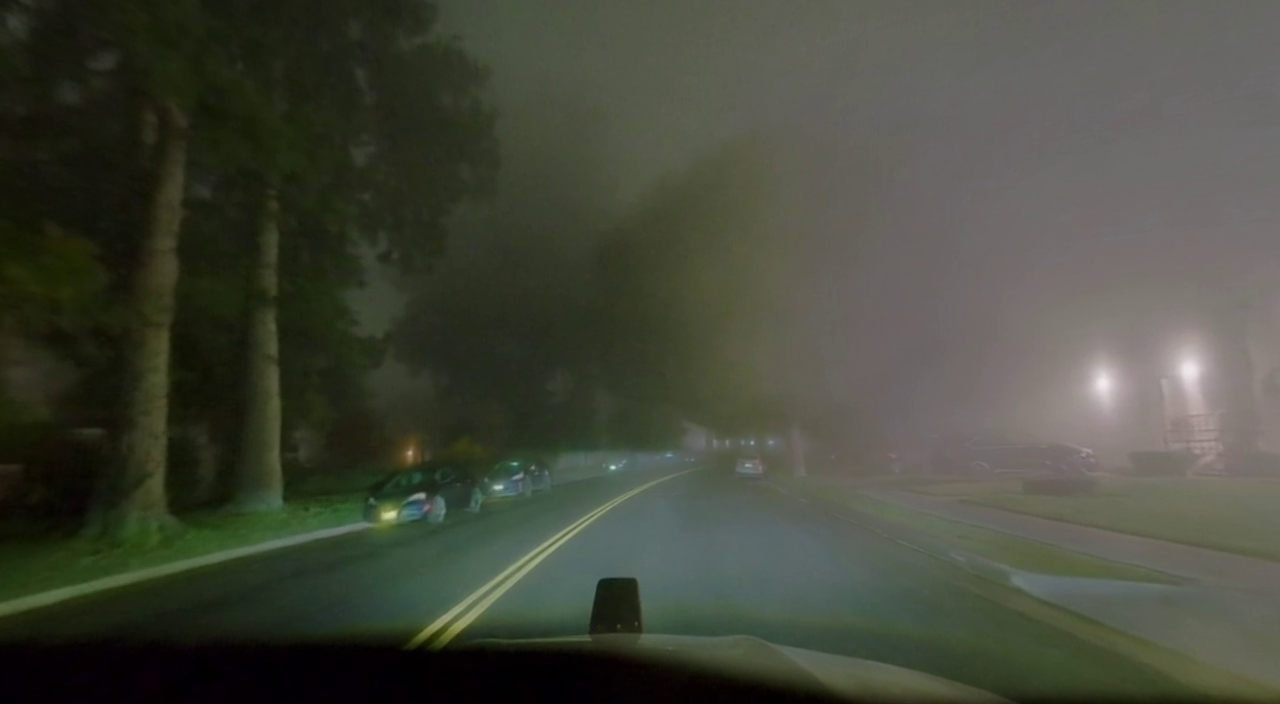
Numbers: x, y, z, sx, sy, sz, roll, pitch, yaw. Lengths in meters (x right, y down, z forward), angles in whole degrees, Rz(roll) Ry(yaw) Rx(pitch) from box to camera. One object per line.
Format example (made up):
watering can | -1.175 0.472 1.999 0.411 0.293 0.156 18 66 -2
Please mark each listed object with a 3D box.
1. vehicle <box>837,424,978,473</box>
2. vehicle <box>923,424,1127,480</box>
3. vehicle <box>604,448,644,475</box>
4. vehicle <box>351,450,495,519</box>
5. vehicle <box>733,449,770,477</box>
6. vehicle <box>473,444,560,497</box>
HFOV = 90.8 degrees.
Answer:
vehicle | 11.045 4.054 26.486 5.009 1.906 2.046 -2 -9 9
vehicle | 11.334 2.974 18.879 4.744 1.507 1.953 -1 -8 2
vehicle | -1.085 7.805 44.667 2.005 1.557 4.172 -3 -14 10
vehicle | -5.292 3.455 16.078 1.886 1.494 4.149 -2 -14 5
vehicle | 6.444 6.408 36.780 1.972 1.460 4.137 -2 -8 8
vehicle | -4.456 4.491 23.464 1.972 1.536 4.347 -3 -16 5
